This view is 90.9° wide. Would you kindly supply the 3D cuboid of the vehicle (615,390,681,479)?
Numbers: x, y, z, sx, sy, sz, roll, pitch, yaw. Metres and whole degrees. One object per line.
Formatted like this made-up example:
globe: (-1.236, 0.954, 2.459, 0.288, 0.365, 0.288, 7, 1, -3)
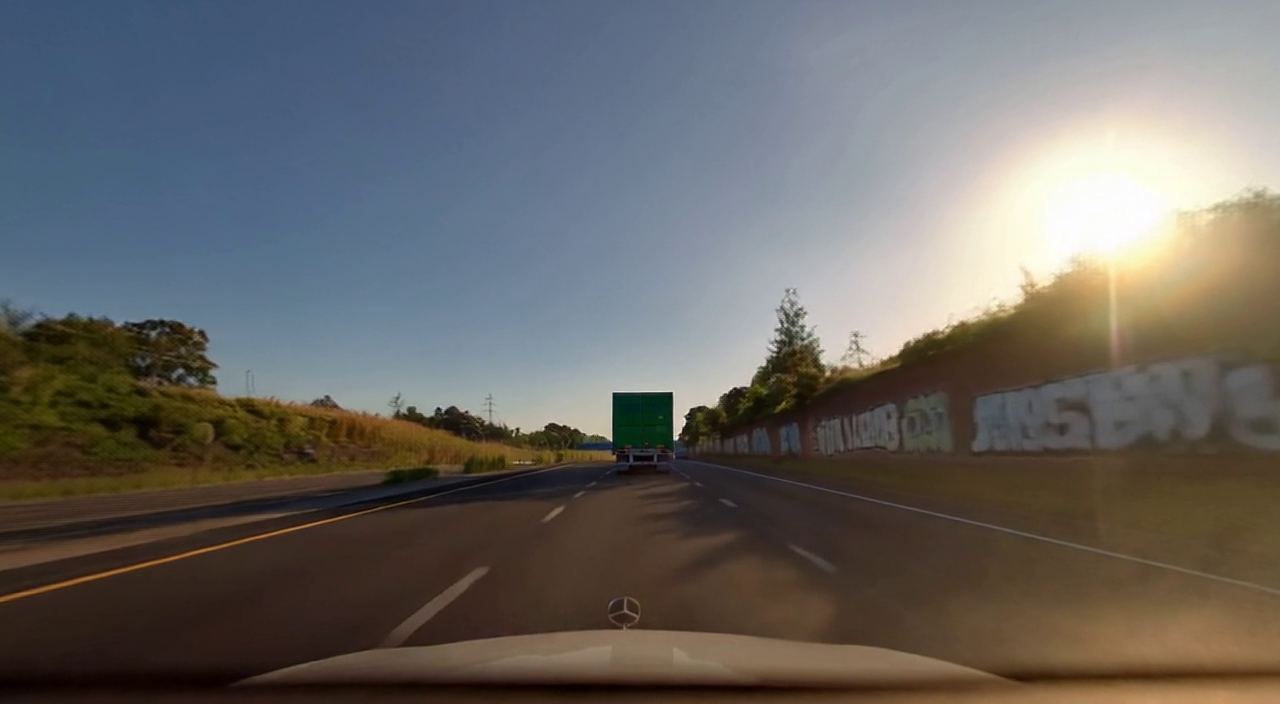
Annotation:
vehicle: (0.250, 4.447, 33.266, 2.900, 3.955, 10.151, 0, -9, -1)
